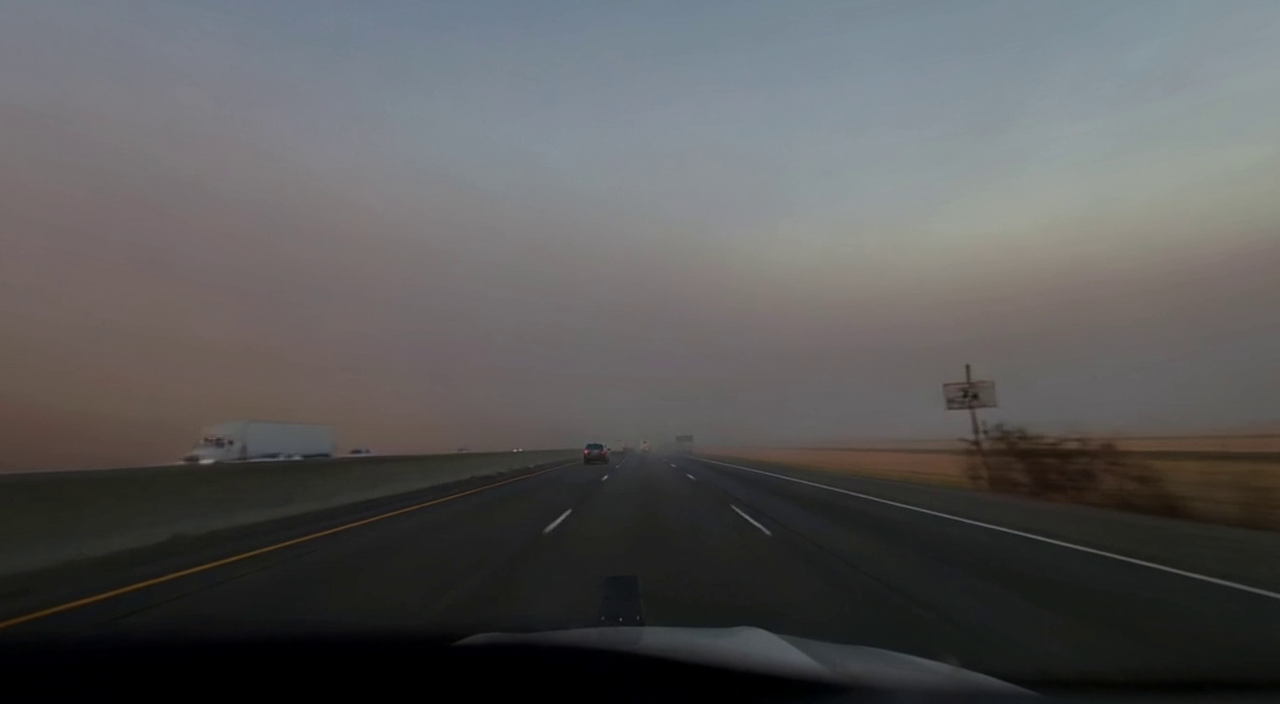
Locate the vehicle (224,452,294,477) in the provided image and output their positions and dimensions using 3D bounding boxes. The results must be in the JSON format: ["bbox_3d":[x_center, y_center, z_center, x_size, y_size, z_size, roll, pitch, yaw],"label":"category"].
[{"bbox_3d":[-24.473,7.188,40.617,1.791,1.476,4.286,0,-9,1],"label":"vehicle"}]
